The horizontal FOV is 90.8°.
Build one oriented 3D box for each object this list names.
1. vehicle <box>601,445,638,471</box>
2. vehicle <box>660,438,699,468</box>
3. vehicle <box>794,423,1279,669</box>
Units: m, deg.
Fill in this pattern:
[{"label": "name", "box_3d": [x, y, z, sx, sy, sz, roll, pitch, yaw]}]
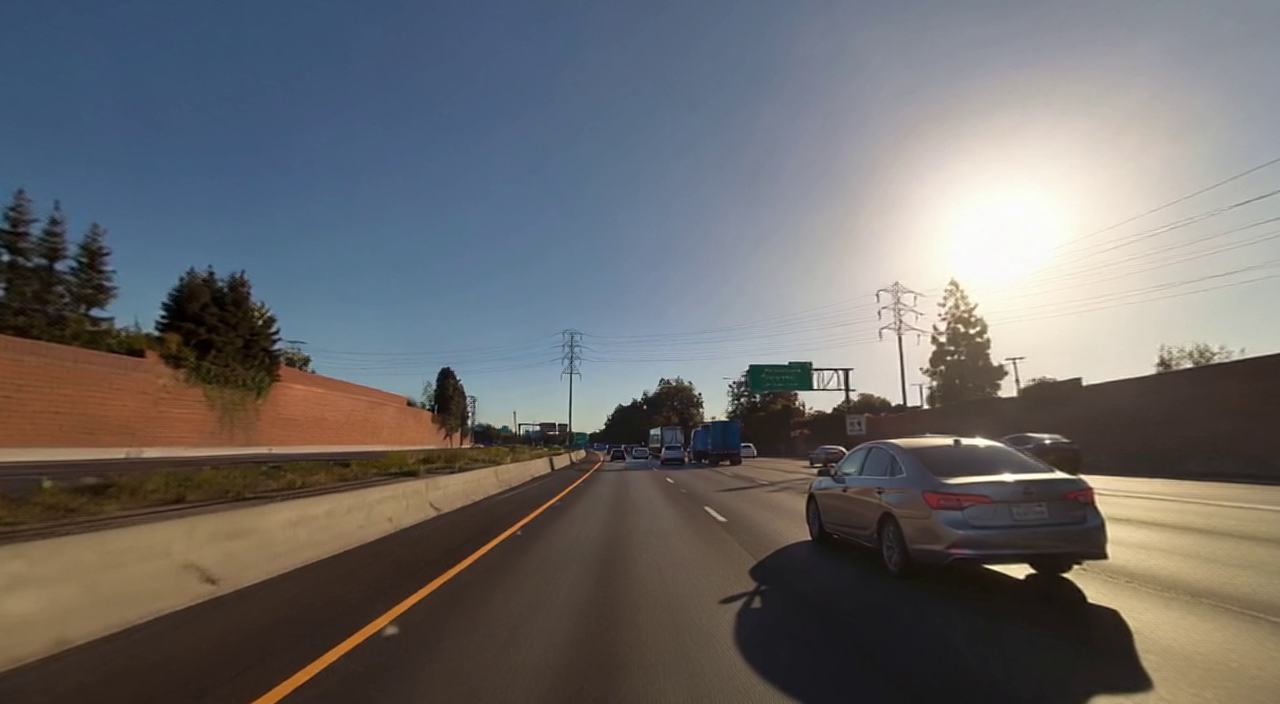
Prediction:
[{"label": "vehicle", "box_3d": [-1.240, 6.243, 37.426, 2.083, 1.477, 3.965, 0, -9, -3]}, {"label": "vehicle", "box_3d": [2.608, 6.813, 42.768, 2.114, 1.849, 4.692, 0, -9, -3]}, {"label": "vehicle", "box_3d": [2.998, 1.489, 5.987, 1.922, 1.465, 4.165, 0, -9, -2]}]
